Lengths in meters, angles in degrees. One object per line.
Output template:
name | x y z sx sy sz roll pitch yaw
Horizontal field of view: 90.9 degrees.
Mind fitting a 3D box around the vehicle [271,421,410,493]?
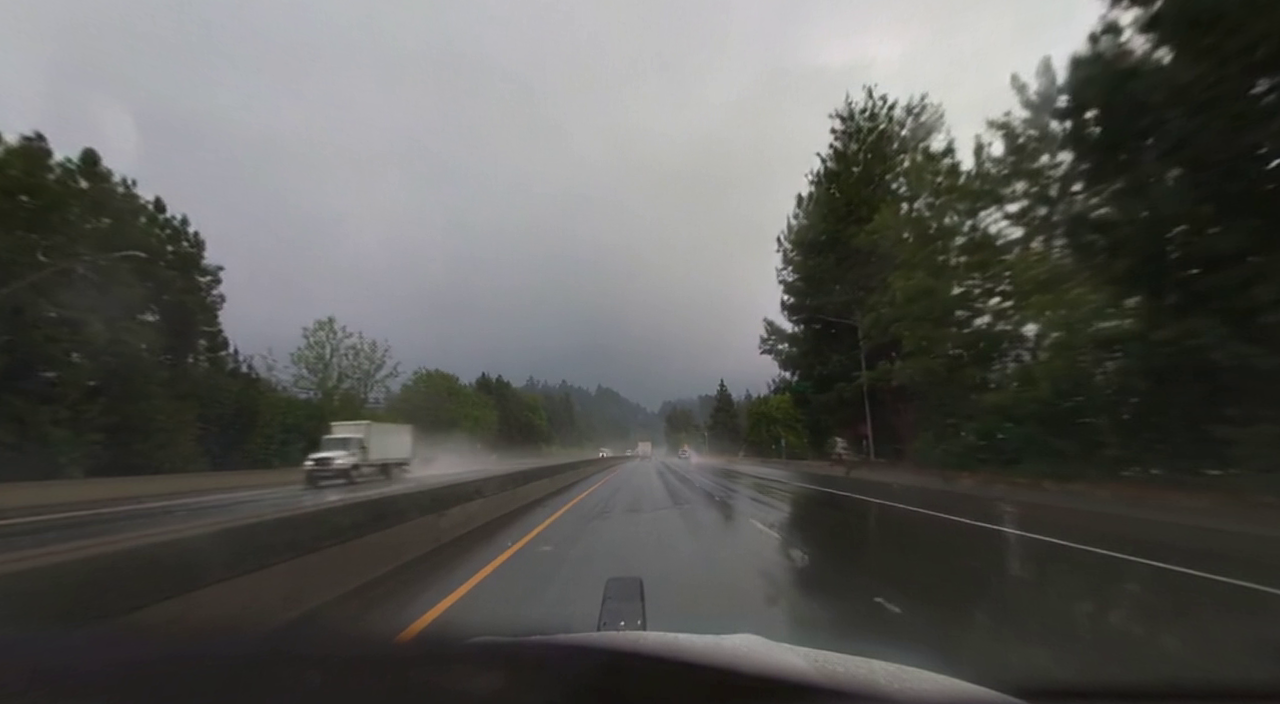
vehicle | -12.710 4.538 27.551 2.621 2.749 6.890 0 -9 0
